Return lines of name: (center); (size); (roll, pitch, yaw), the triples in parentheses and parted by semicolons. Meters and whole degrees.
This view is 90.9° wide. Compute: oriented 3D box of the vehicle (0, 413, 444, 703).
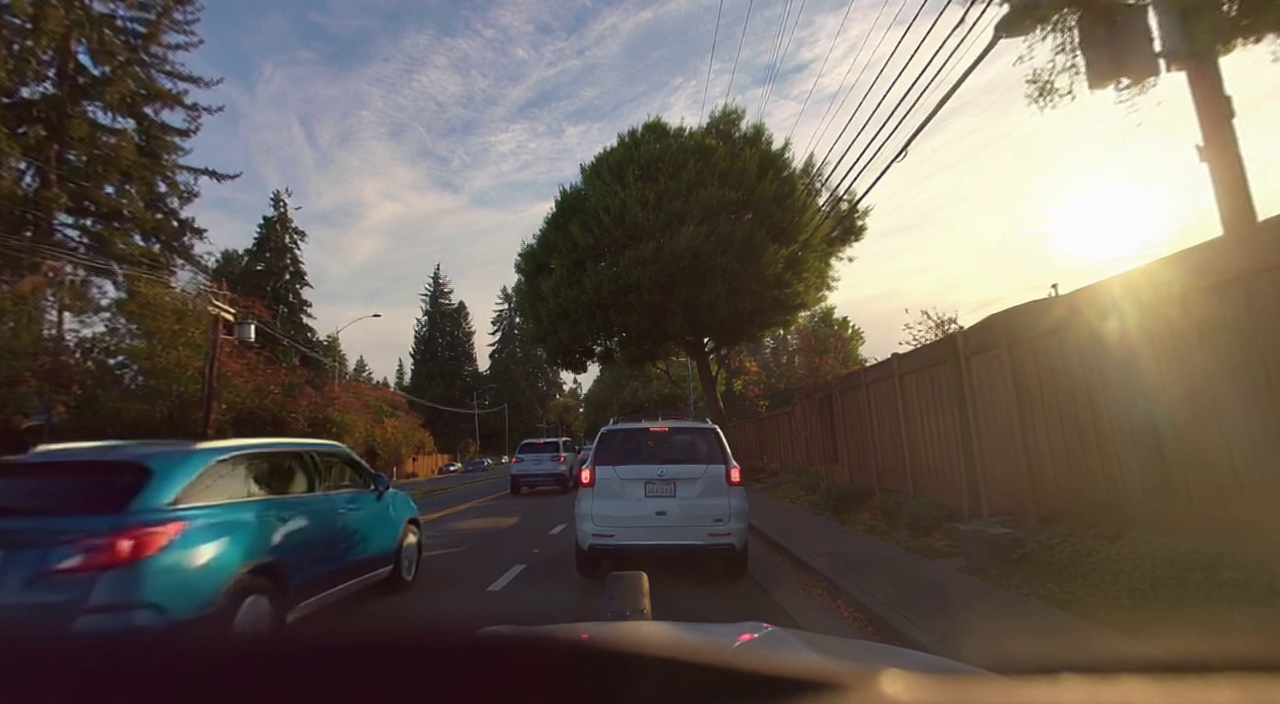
vehicle: (-3.114, 1.303, 4.614); (1.979, 1.489, 4.006); (0, -9, 1)

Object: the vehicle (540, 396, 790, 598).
vehicle: (0.214, 1.575, 7.633); (2.174, 1.749, 4.113); (0, -9, 0)
